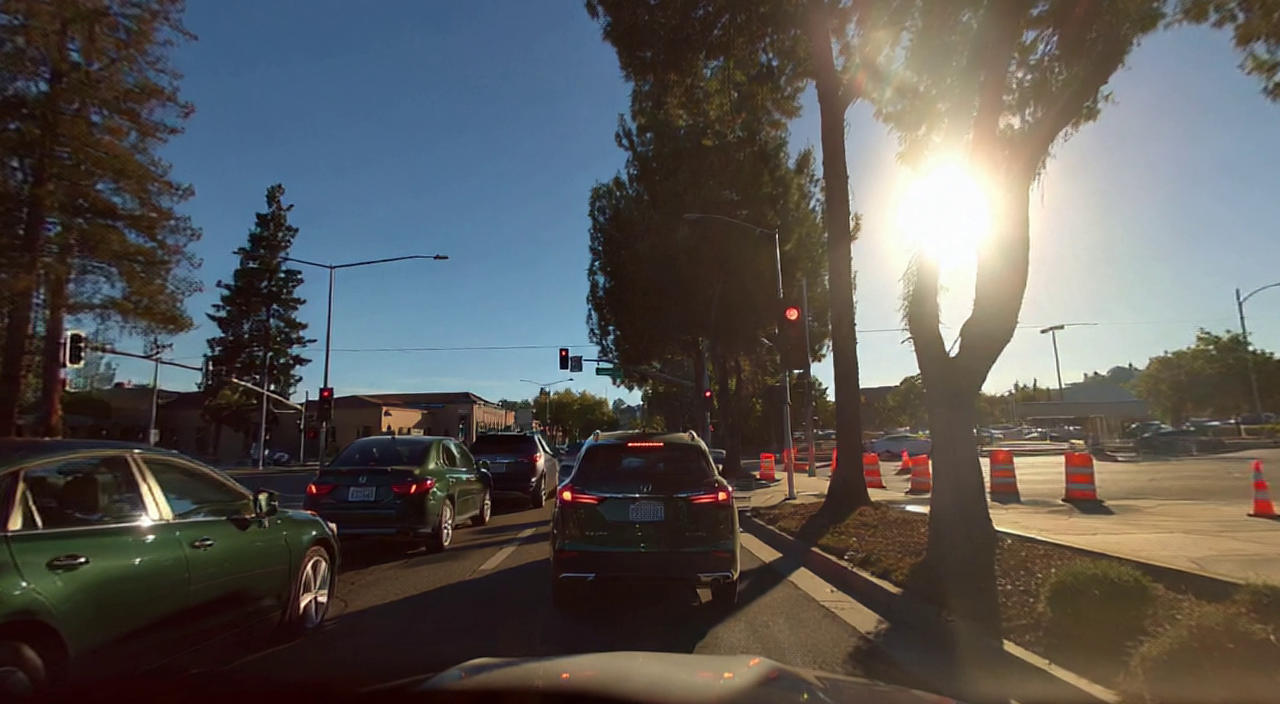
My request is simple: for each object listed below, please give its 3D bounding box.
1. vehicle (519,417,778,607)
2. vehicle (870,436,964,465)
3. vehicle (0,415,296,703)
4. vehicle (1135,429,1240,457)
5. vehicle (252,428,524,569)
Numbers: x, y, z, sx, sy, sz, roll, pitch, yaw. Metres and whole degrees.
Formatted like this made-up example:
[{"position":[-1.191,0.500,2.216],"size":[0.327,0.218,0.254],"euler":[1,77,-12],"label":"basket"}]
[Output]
[{"position":[0.112,1.626,7.209],"size":[2.167,1.560,3.676],"euler":[0,-9,1],"label":"vehicle"},{"position":[17.691,6.329,40.384],"size":[5.002,1.768,2.065],"euler":[0,-9,2],"label":"vehicle"},{"position":[-3.584,0.946,2.154],"size":[2.064,1.497,4.722],"euler":[0,-9,1],"label":"vehicle"},{"position":[35.351,5.893,40.751],"size":[4.827,1.729,1.986],"euler":[0,-9,1],"label":"vehicle"},{"position":[-3.271,2.001,9.447],"size":[1.989,1.541,4.626],"euler":[0,-9,2],"label":"vehicle"}]
